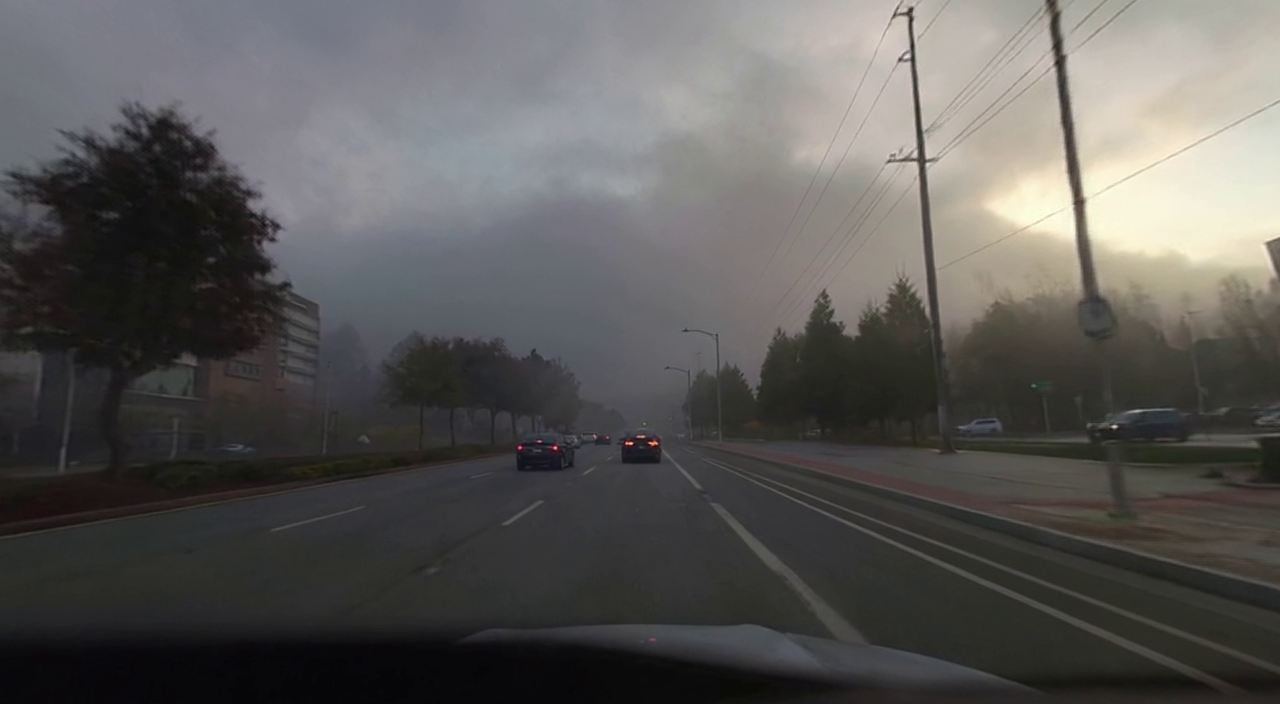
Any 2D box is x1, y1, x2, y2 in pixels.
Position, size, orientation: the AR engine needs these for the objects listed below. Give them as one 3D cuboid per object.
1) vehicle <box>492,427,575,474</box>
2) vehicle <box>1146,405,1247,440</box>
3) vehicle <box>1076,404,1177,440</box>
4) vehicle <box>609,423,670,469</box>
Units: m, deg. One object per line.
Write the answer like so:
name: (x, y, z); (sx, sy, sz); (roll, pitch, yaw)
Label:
vehicle: (-3.627, 3.476, 22.479); (1.942, 1.462, 4.905); (-1, -8, 2)
vehicle: (24.473, 3.175, 27.901); (1.741, 1.416, 3.831); (-2, -8, 15)
vehicle: (21.991, 3.262, 28.754); (1.833, 1.471, 4.656); (-2, -8, 14)
vehicle: (-0.014, 3.730, 25.049); (2.199, 1.652, 4.101); (0, -8, 0)
